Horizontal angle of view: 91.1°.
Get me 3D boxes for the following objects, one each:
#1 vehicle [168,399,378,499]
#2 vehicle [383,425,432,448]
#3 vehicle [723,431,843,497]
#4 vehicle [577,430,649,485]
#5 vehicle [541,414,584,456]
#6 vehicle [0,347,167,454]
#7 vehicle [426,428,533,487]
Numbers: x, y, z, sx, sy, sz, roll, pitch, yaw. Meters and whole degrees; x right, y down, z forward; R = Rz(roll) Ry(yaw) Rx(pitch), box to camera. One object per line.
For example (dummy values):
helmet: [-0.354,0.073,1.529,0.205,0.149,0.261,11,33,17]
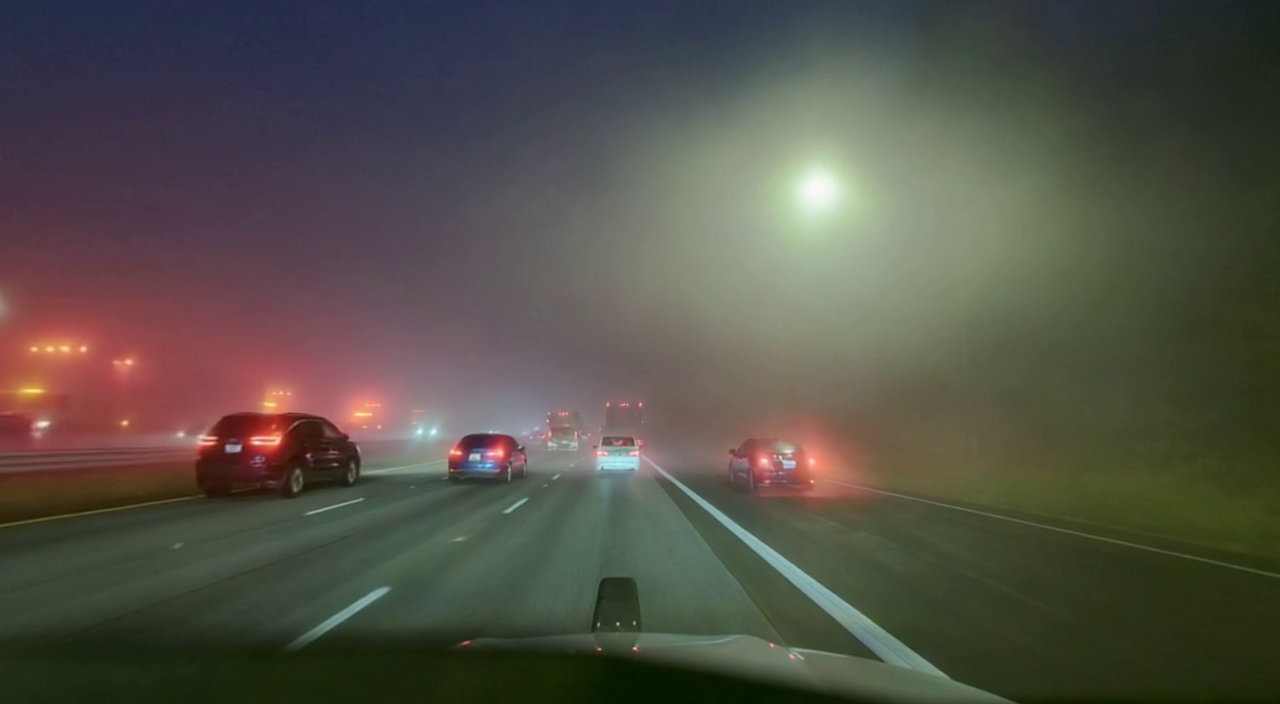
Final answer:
vehicle: [-8.211,2.226,14.759,2.158,1.943,4.662,0,-8,-1]
vehicle: [-16.096,5.886,43.765,1.885,1.496,4.446,0,-8,-3]
vehicle: [3.574,2.862,16.650,1.981,1.474,4.396,0,-8,-2]
vehicle: [-0.790,3.150,19.184,1.980,1.478,3.758,0,-8,-1]
vehicle: [-5.093,5.581,42.284,2.303,2.610,6.579,0,-8,-3]
vehicle: [-23.135,2.114,25.918,2.975,3.953,5.356,1,-8,-2]
vehicle: [-4.502,3.021,18.392,2.046,1.493,4.384,0,-8,-1]
